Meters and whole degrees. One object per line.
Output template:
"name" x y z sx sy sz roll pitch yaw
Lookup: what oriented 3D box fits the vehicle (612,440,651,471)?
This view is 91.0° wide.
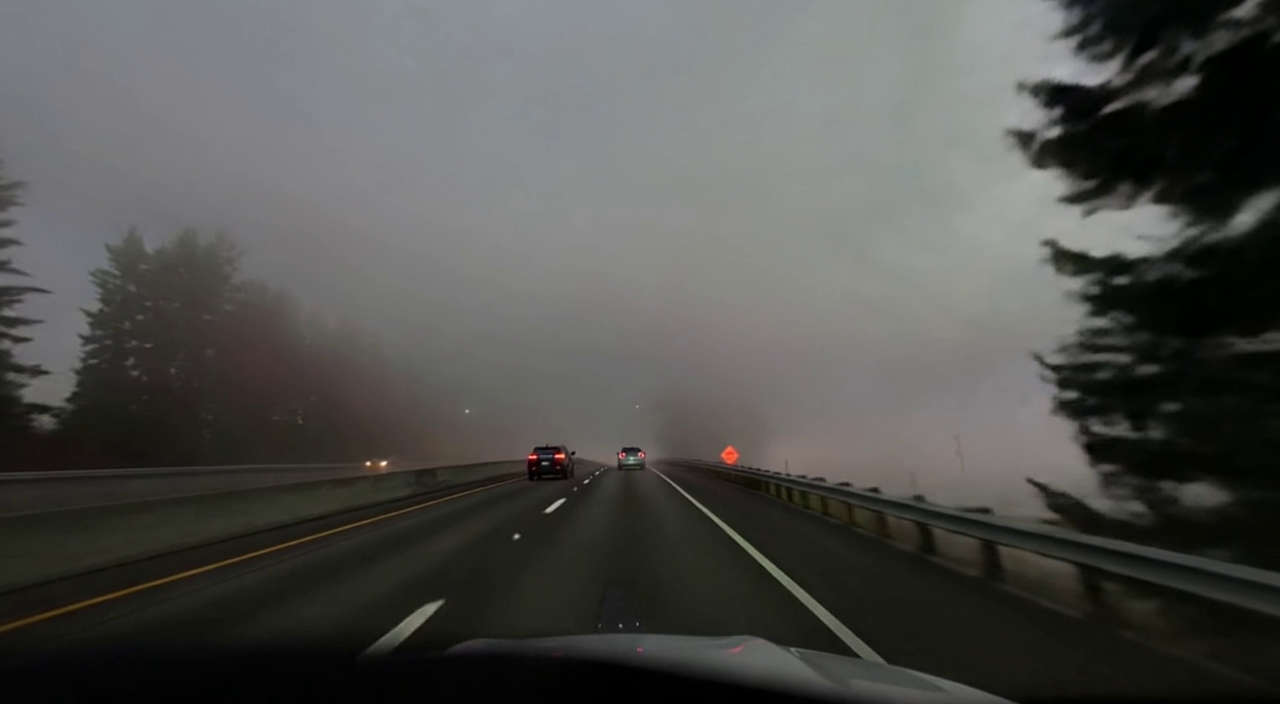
"vehicle" -0.512 5.974 36.503 2.130 1.684 3.826 0 -8 -1

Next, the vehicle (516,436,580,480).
"vehicle" -3.917 4.612 27.648 2.130 1.741 4.665 0 -8 0
